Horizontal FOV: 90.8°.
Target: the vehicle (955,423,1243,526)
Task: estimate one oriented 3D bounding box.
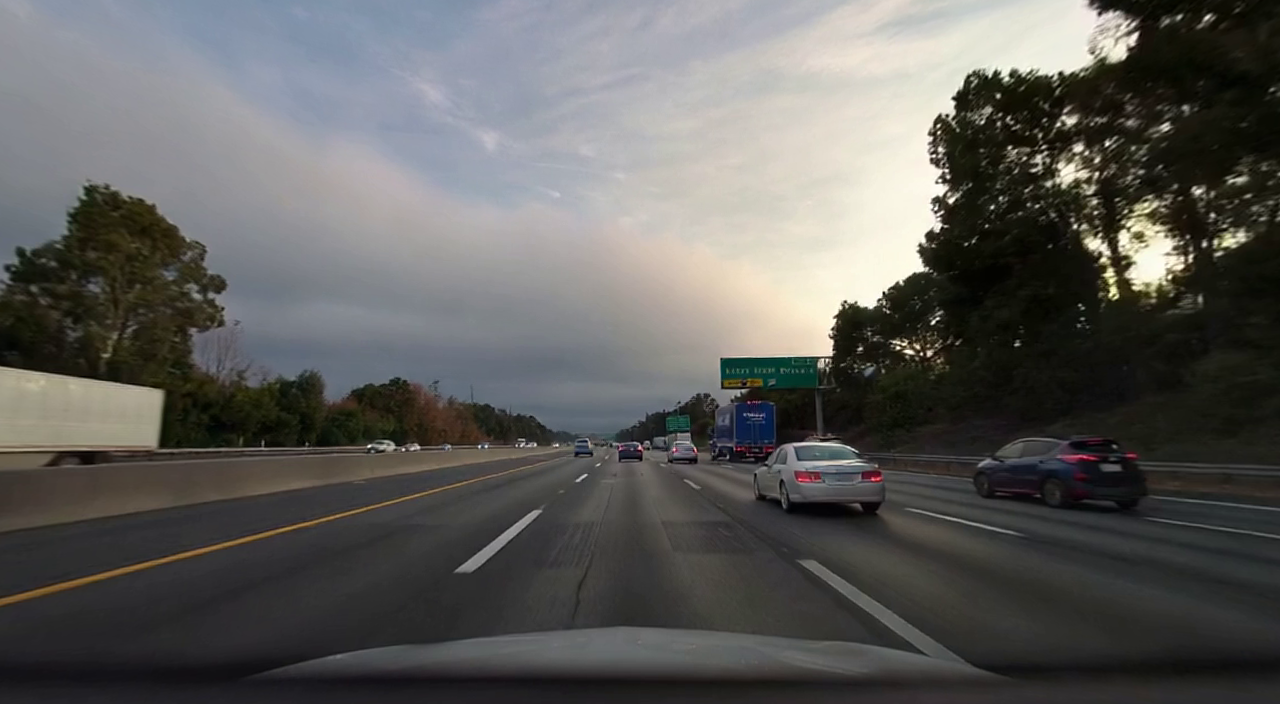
[{"bbox_3d":[8.141,2.206,11.951,1.885,1.536,4.657,0,-9,-1],"label":"vehicle"}]

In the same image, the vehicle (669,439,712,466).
[{"bbox_3d":[2.986,6.112,38.579,1.993,1.504,4.781,0,-9,-3],"label":"vehicle"}]

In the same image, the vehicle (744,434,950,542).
[{"bbox_3d":[3.157,2.159,10.769,1.865,1.427,4.448,0,-9,-2],"label":"vehicle"}]

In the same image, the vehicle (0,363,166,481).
[{"bbox_3d":[-24.824,2.526,22.864,2.968,4.234,16.281,0,-9,-1],"label":"vehicle"}]

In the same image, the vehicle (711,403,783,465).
[{"bbox_3d":[6.918,5.548,42.212,2.799,3.655,8.627,0,-9,-3],"label":"vehicle"}]

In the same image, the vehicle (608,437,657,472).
[{"bbox_3d":[-0.373,4.720,29.183,2.098,1.475,3.997,0,-9,-1],"label":"vehicle"}]
